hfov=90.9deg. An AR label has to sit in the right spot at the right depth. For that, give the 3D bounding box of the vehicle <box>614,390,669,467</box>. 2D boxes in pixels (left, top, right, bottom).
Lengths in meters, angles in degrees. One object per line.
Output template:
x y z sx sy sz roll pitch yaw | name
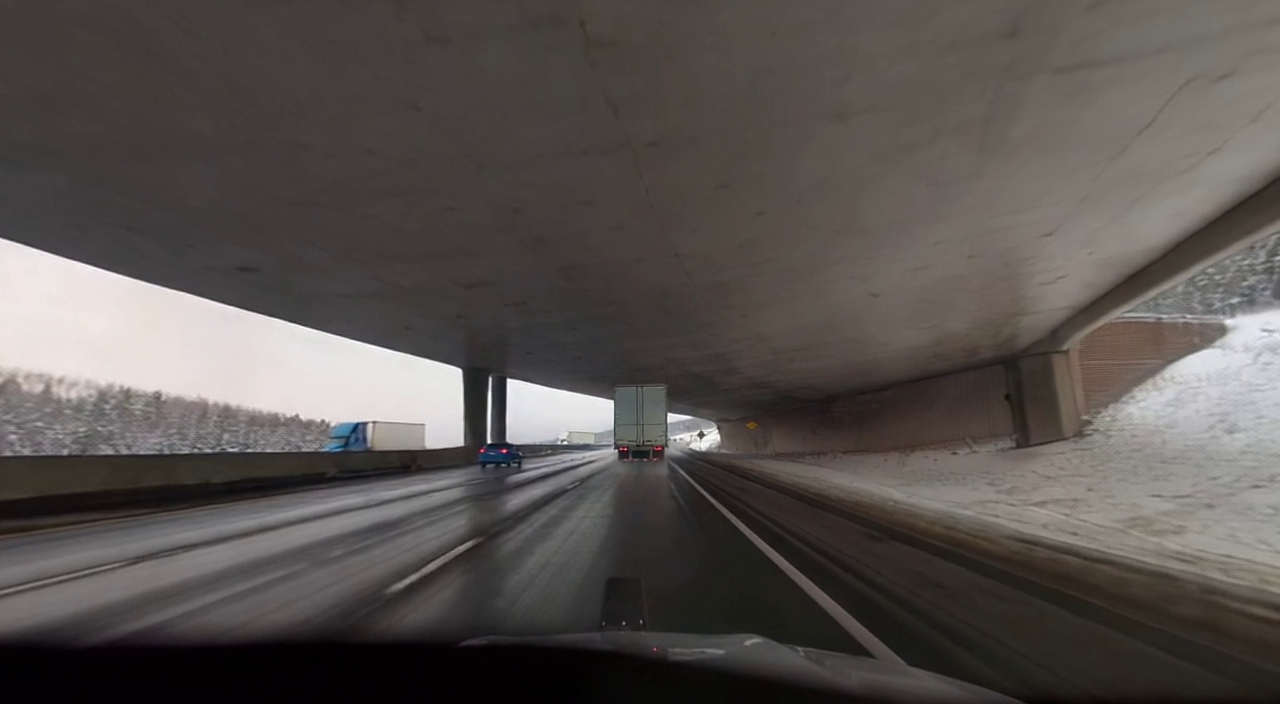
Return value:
0.061 4.839 38.810 2.866 4.014 11.261 0 -8 0 | vehicle

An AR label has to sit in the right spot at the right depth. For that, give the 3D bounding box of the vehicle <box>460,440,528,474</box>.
-6.965 5.043 30.585 2.078 1.496 4.563 0 -8 1 | vehicle
